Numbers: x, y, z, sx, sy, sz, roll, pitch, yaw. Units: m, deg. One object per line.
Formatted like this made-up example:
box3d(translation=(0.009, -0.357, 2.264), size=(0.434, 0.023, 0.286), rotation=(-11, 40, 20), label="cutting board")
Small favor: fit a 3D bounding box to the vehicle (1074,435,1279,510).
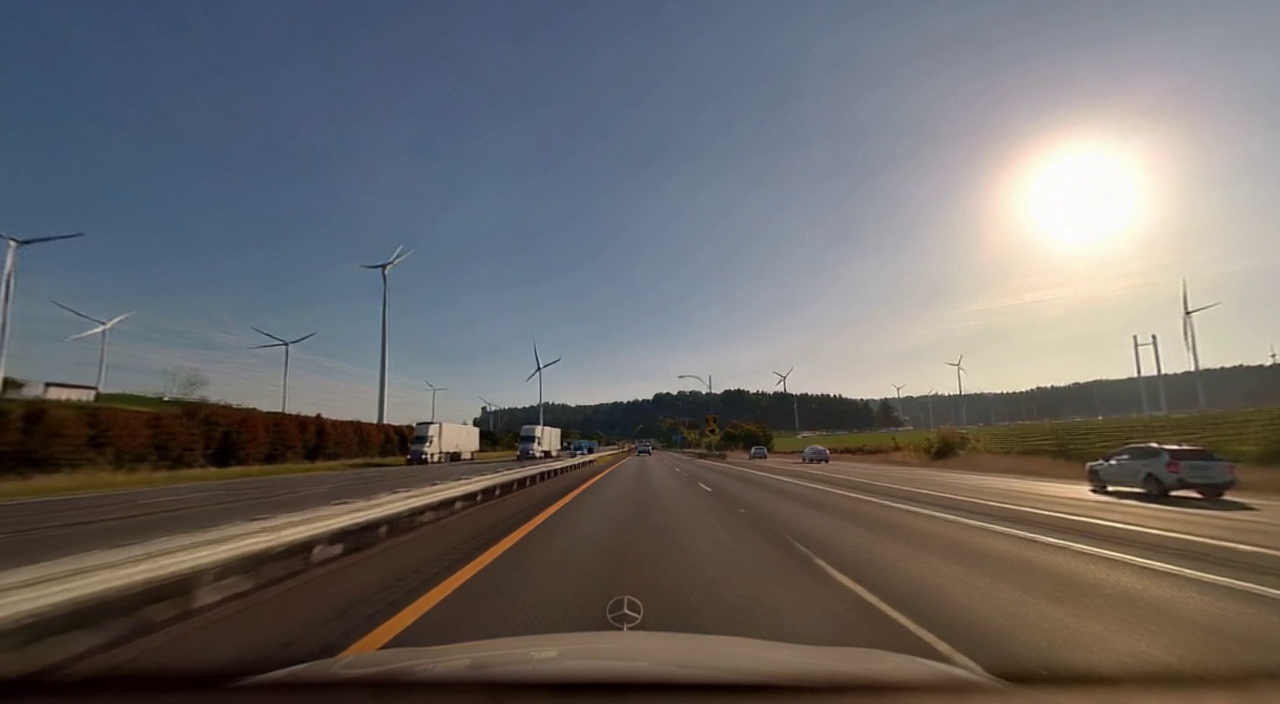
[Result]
box3d(translation=(14.197, 3.130, 16.804), size=(1.897, 1.669, 4.825), rotation=(0, -9, 2), label="vehicle")
